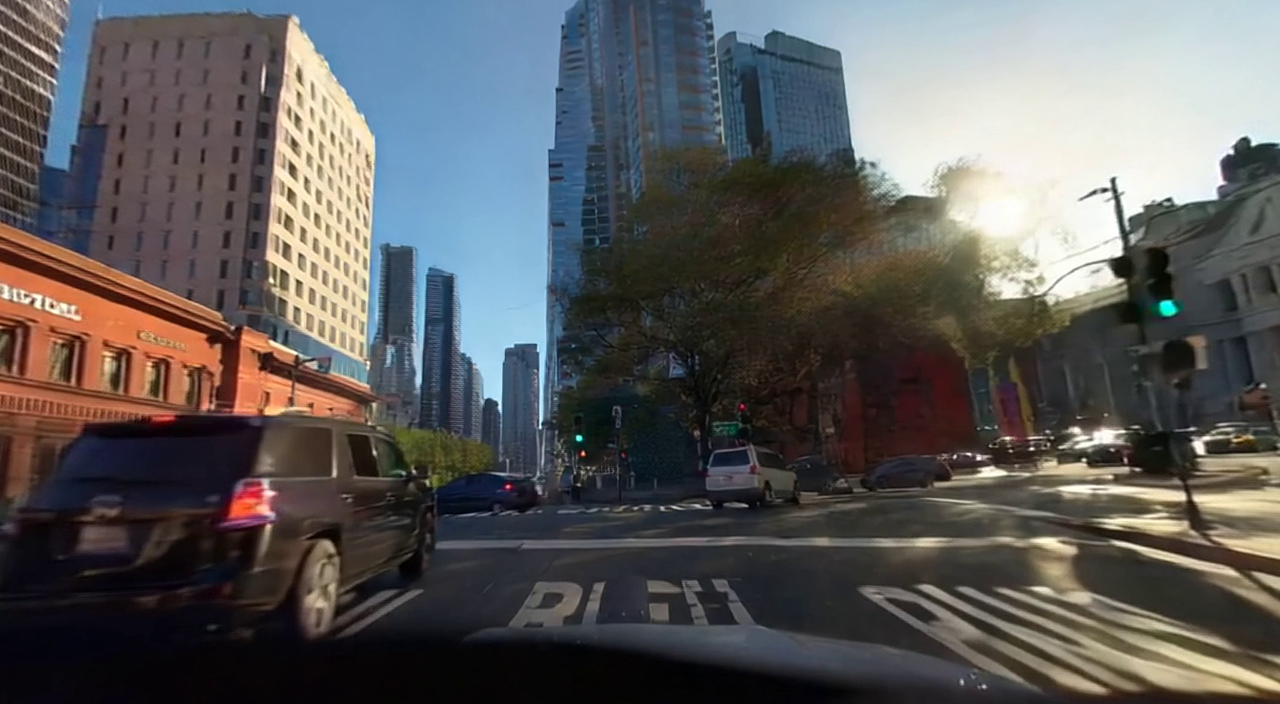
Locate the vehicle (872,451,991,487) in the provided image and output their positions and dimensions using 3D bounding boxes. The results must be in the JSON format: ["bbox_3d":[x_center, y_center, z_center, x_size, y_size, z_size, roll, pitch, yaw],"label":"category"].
[{"bbox_3d":[14.027,5.621,30.529,4.749,1.624,1.926,0,-9,-1],"label":"vehicle"}]

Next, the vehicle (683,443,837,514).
[{"bbox_3d":[3.654,3.556,18.428,2.328,1.746,5.072,-7,-11,37],"label":"vehicle"}]

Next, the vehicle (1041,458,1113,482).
[{"bbox_3d":[29.570,8.000,42.744,3.522,1.546,1.721,0,-9,-1],"label":"vehicle"}]

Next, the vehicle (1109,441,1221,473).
[{"bbox_3d":[28.165,5.639,33.914,4.291,1.606,1.859,0,-9,0],"label":"vehicle"}]

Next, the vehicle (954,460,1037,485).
[{"bbox_3d":[23.846,8.101,42.411,4.418,1.556,1.814,0,-9,1],"label":"vehicle"}]

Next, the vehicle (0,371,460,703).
[{"bbox_3d":[-3.497,1.351,5.745,2.316,1.769,4.871,0,-9,-1],"label":"vehicle"}]

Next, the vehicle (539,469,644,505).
[{"bbox_3d":[-2.349,6.546,30.877,4.766,1.502,1.891,5,-10,-29],"label":"vehicle"}]
